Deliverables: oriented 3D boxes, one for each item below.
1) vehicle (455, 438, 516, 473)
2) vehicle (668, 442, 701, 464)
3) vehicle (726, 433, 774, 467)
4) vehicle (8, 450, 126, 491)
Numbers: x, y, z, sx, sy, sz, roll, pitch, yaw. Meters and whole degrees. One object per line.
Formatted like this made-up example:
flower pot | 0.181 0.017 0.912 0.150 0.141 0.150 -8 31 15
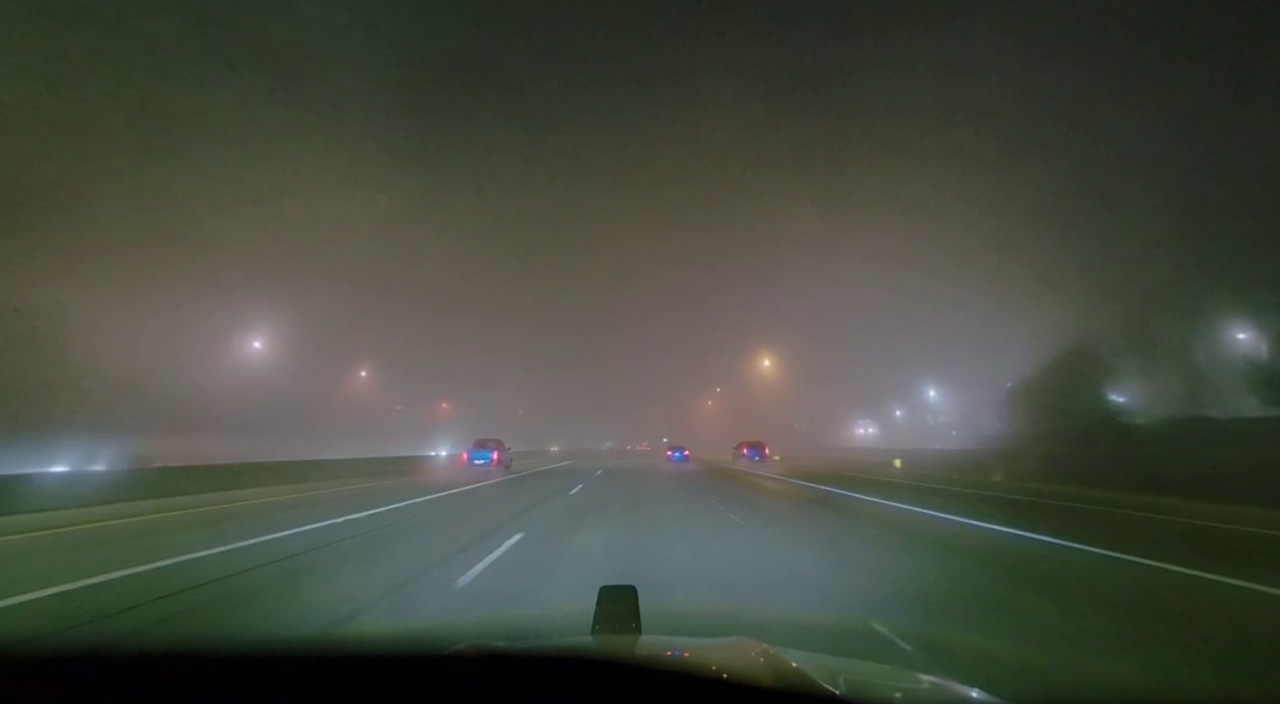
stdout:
vehicle | -8.160 5.500 33.951 2.083 1.696 5.464 1 -8 -2
vehicle | 3.114 7.207 45.273 2.000 1.533 3.770 0 -8 -1
vehicle | 6.852 6.169 39.859 2.065 1.953 4.605 0 -8 -1
vehicle | -25.752 5.316 28.590 1.969 1.614 3.564 1 -8 -1
